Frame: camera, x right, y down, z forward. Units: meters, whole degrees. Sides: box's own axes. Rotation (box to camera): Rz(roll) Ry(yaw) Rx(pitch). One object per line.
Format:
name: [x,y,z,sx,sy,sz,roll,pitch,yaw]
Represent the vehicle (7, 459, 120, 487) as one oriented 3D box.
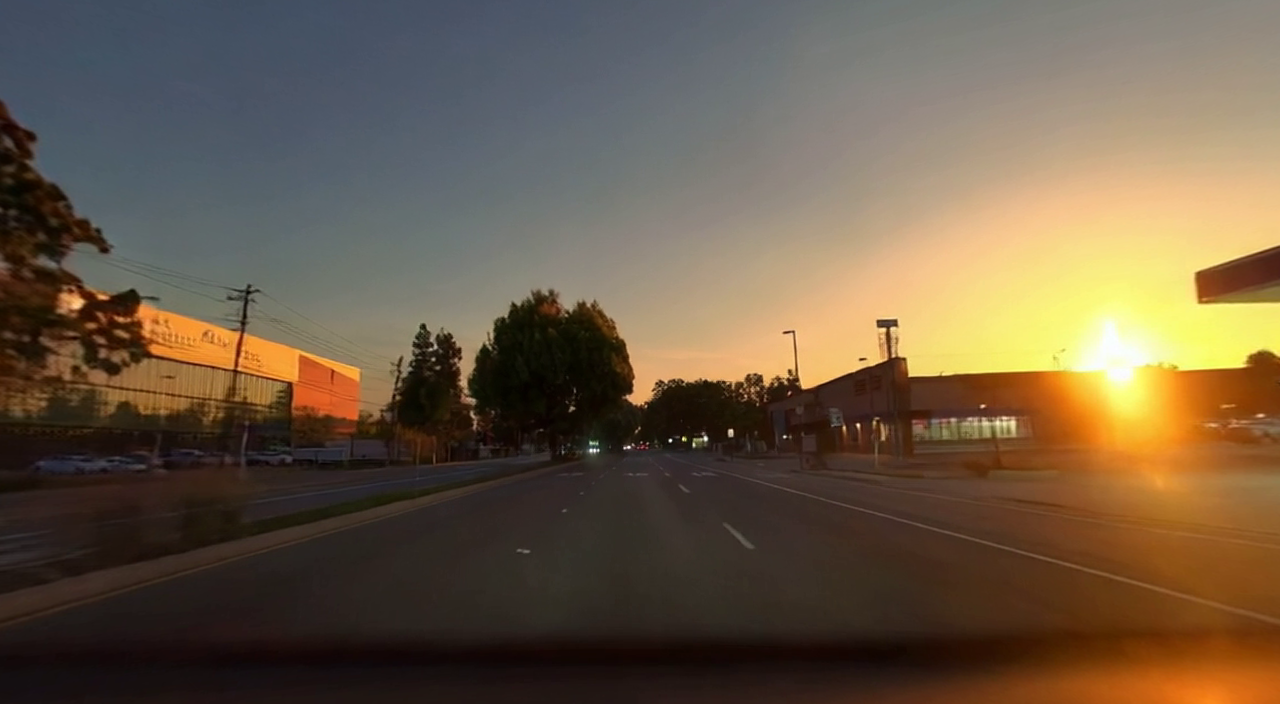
vehicle: [-33.404,7.000,36.675,4.683,1.495,2.052,0,-9,4]
